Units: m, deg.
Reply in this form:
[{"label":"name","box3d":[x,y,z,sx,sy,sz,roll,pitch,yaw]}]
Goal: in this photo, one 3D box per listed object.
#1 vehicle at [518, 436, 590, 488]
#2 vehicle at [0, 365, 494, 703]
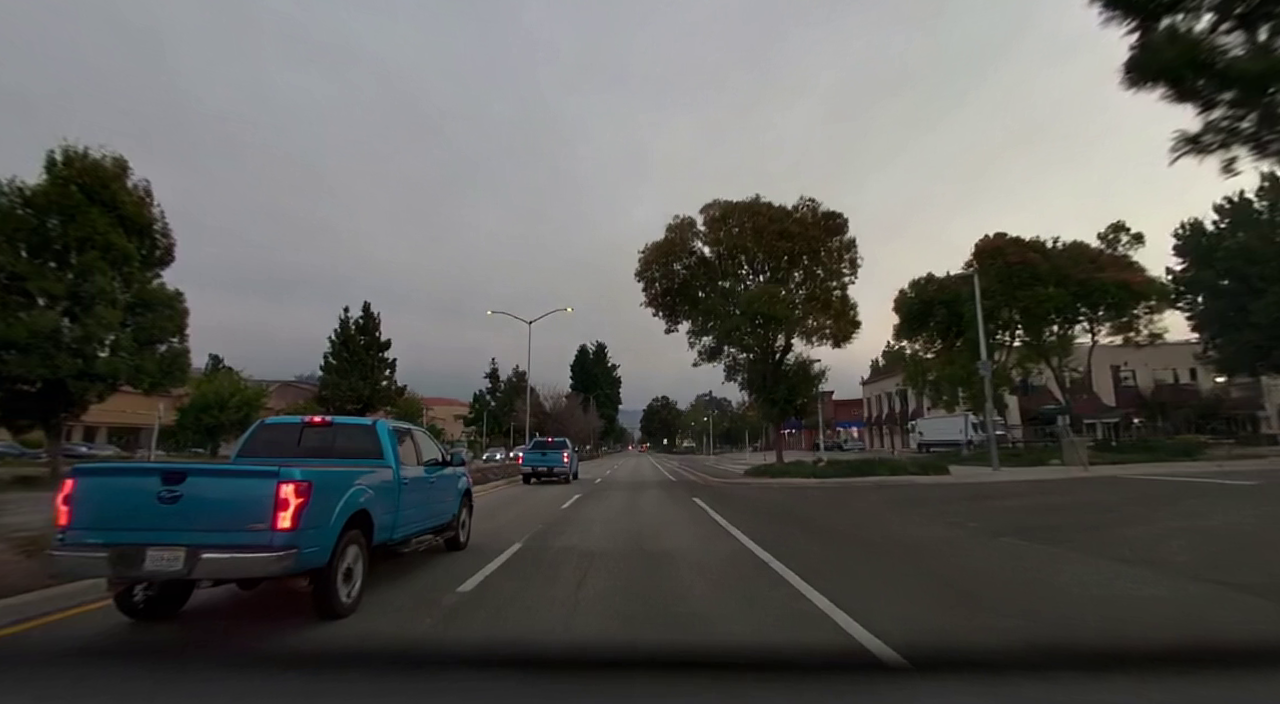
[{"label":"vehicle","box3d":[-3.267,4.291,24.951,2.065,1.790,5.417,0,-9,0]},{"label":"vehicle","box3d":[-3.188,1.355,6.015,2.277,1.801,5.250,0,-9,0]}]
